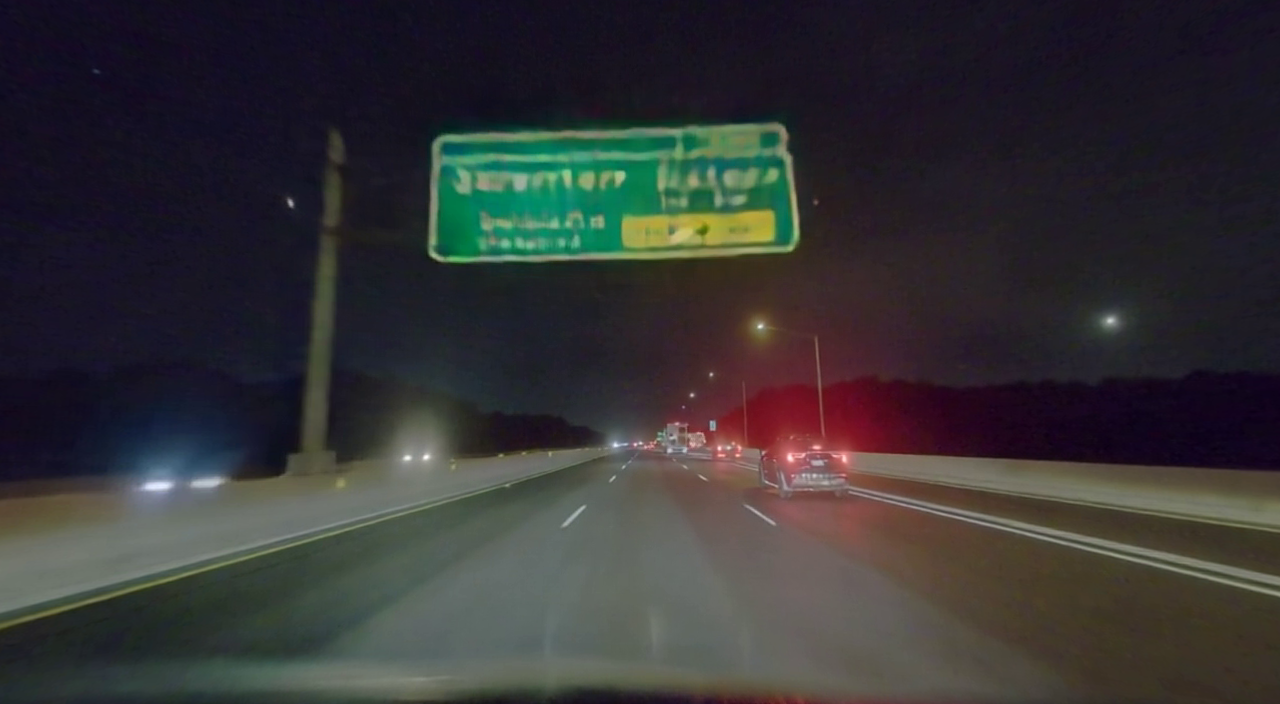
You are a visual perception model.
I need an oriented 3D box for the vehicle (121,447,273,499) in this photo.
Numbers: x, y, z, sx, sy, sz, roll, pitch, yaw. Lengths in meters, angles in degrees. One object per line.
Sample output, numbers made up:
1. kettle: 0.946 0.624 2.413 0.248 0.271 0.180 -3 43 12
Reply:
1. vehicle: -15.193 4.124 21.943 1.905 1.556 4.576 0 -8 1
